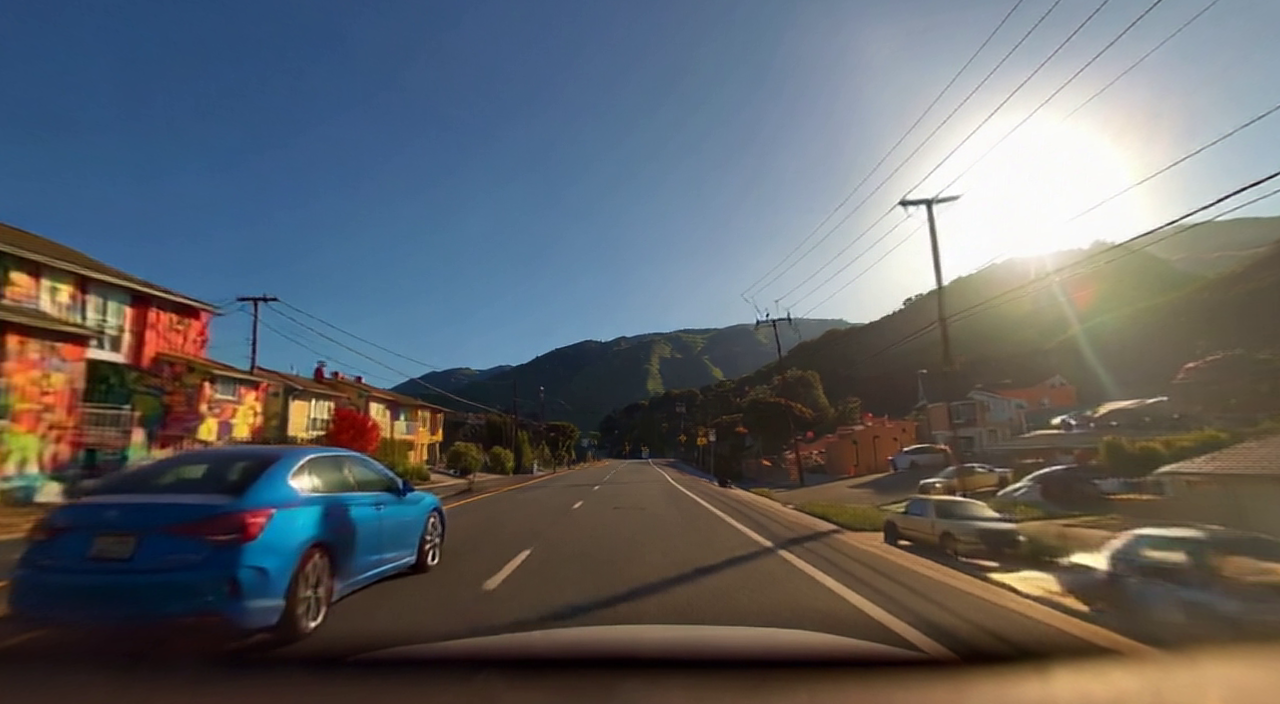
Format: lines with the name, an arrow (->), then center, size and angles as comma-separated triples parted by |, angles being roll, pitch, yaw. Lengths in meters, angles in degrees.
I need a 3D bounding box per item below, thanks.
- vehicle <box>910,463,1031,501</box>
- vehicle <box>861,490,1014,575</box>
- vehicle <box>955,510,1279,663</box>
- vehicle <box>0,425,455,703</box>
vehicle -> 16.829, 6.635, 32.389 | 4.995, 1.794, 2.020 | -1, -9, 4
vehicle -> 7.282, 4.438, 15.992 | 1.976, 1.563, 3.852 | 0, -9, 0
vehicle -> 7.127, 3.512, 10.216 | 1.791, 1.445, 4.412 | 0, -9, 0
vehicle -> -3.031, 1.382, 4.826 | 1.972, 1.496, 4.150 | 0, -9, 0
